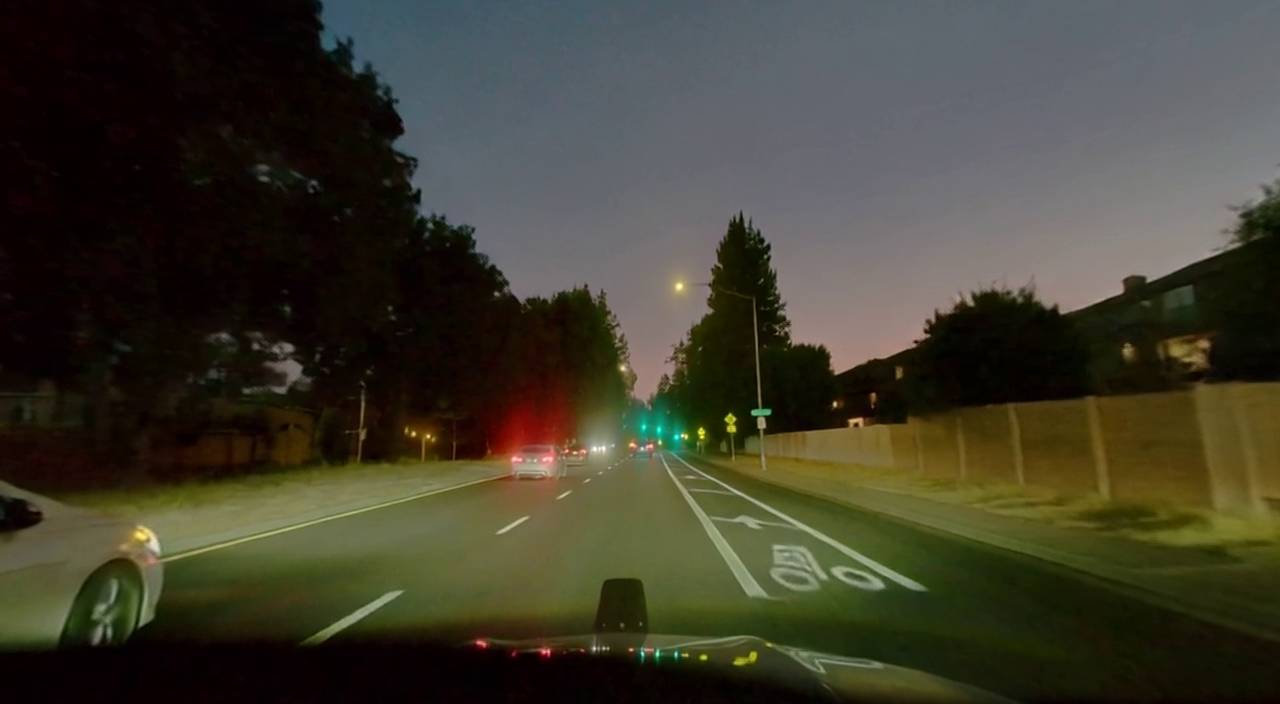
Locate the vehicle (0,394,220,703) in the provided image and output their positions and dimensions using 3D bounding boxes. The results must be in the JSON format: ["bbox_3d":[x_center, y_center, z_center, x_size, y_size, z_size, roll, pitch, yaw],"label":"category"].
[{"bbox_3d":[-3.957,0.813,1.713,2.190,1.545,4.943,0,-8,0],"label":"vehicle"}]

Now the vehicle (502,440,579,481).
[{"bbox_3d":[-3.798,4.233,25.038,2.188,1.473,4.651,0,-8,2],"label":"vehicle"}]
